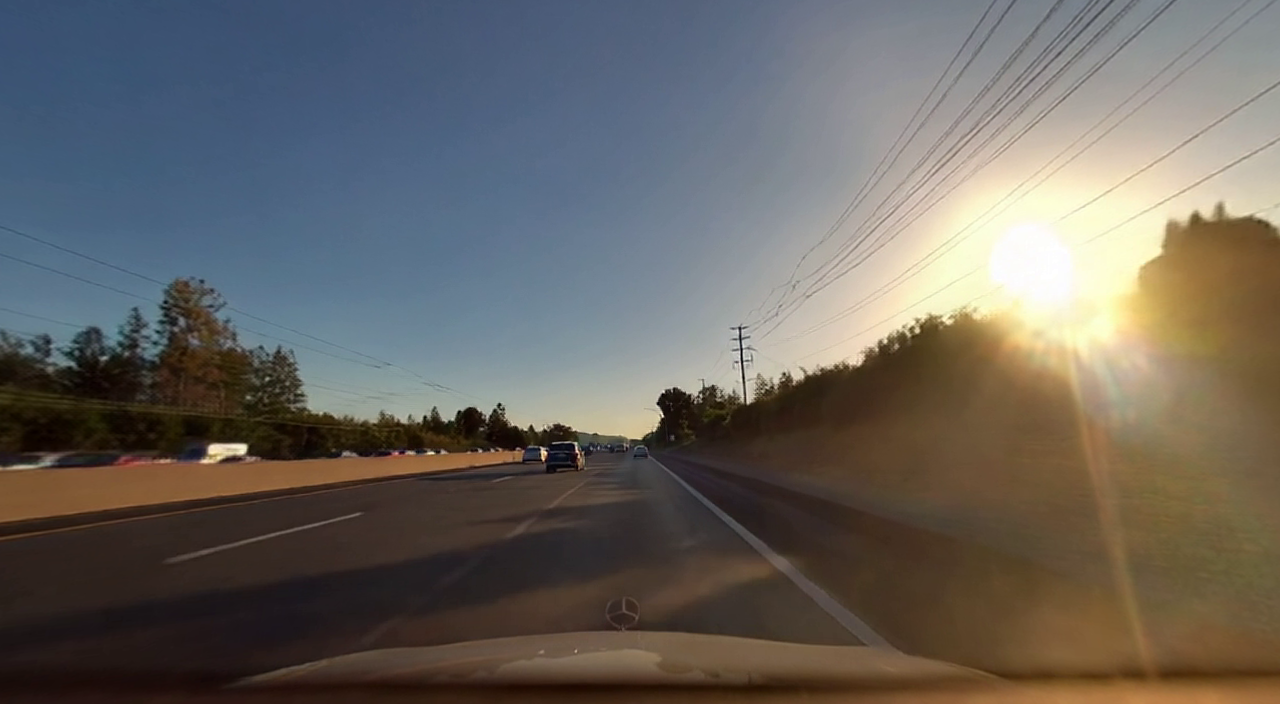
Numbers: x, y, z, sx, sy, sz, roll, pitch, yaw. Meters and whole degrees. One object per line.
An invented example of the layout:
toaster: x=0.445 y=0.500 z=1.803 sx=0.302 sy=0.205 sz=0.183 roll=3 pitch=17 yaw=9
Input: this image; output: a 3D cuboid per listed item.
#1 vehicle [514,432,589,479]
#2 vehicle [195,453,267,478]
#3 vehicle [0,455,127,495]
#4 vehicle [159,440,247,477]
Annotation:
vehicle: x=-3.898 y=4.741 z=28.927 sx=2.577 sy=1.939 sz=5.408 roll=0 pitch=-9 yaw=1
vehicle: x=-28.524 y=7.899 z=44.109 sx=1.900 sy=1.602 sz=4.646 roll=0 pitch=-9 yaw=0
vehicle: x=-24.572 y=5.149 z=26.706 sx=1.841 sy=1.514 sz=4.484 roll=0 pitch=-9 yaw=0
vehicle: x=-32.919 y=8.005 z=47.745 sx=2.315 sy=2.592 sz=5.954 roll=0 pitch=-9 yaw=0
